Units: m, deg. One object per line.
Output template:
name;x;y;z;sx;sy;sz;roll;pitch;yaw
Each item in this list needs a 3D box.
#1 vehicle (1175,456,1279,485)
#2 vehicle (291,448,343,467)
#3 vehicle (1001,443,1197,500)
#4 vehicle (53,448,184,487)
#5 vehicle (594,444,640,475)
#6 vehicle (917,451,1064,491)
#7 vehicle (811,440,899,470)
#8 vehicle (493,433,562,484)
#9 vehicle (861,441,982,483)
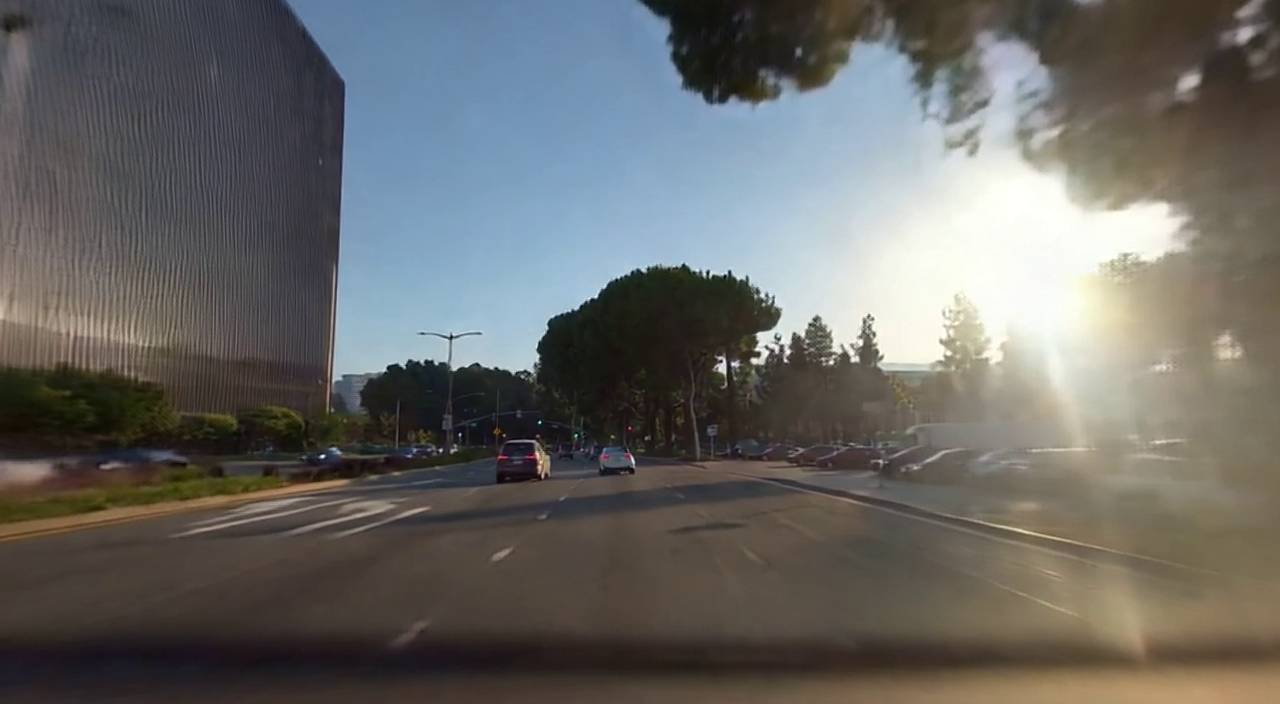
vehicle;31.754;6.325;34.109;1.689;1.351;4.643;0;-8;0
vehicle;-23.970;7.807;47.005;1.842;1.315;4.463;1;-8;-5
vehicle;13.546;3.557;18.892;4.264;1.566;1.854;-1;-10;4
vehicle;-20.321;4.466;24.904;1.751;1.342;4.414;1;-8;-6
vehicle;-1.170;5.135;30.470;2.050;1.385;4.096;0;-8;-4
vehicle;12.897;4.406;23.462;4.383;1.348;1.715;-1;-9;1
vehicle;12.542;6.053;37.032;4.489;1.652;1.783;-1;-9;1
vehicle;-4.297;4.137;24.846;2.001;1.784;4.483;0;-8;-2
vehicle;12.678;4.970;28.664;4.569;1.813;1.872;0;-8;-3
